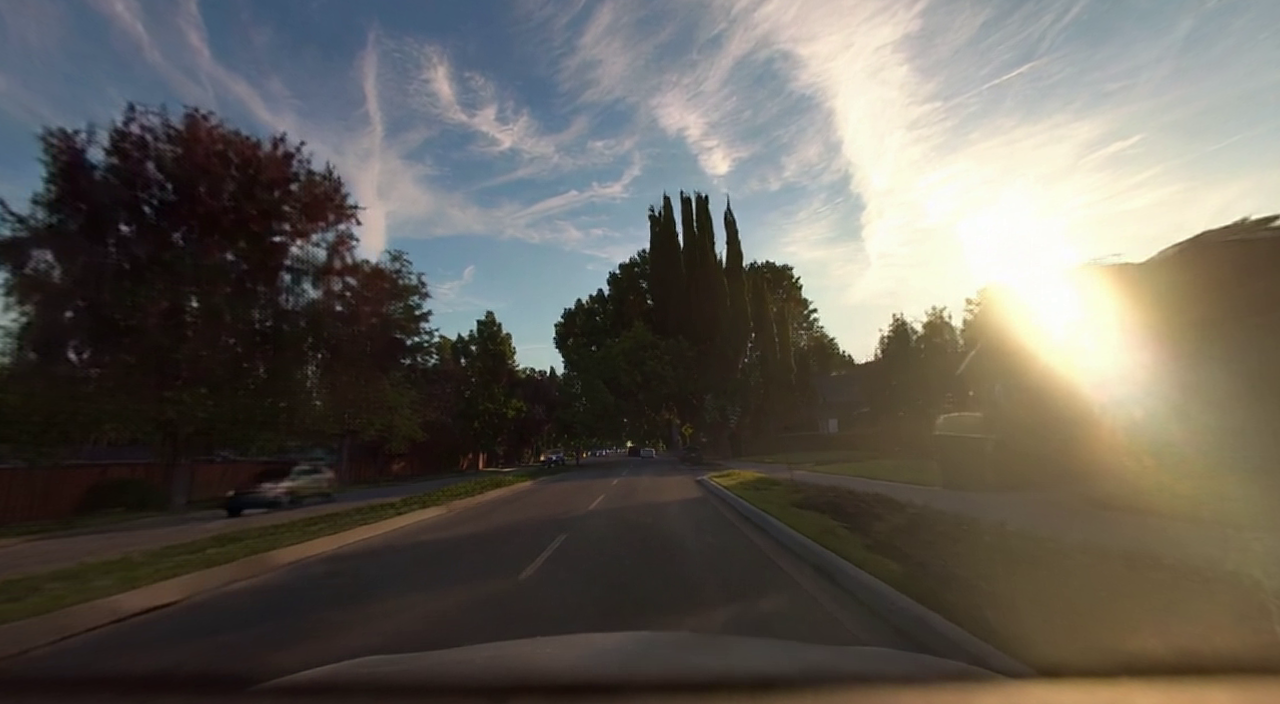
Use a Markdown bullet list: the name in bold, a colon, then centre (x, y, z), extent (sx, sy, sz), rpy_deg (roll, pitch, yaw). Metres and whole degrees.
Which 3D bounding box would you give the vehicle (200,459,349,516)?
- **vehicle**: centre (-11.628, 4.306, 20.518), extent (1.947, 1.513, 4.710), rpy_deg (0, -9, 1)

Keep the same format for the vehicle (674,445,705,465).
- **vehicle**: centre (3.817, 7.959, 48.908), extent (2.011, 1.507, 4.769), rpy_deg (0, -9, 0)
